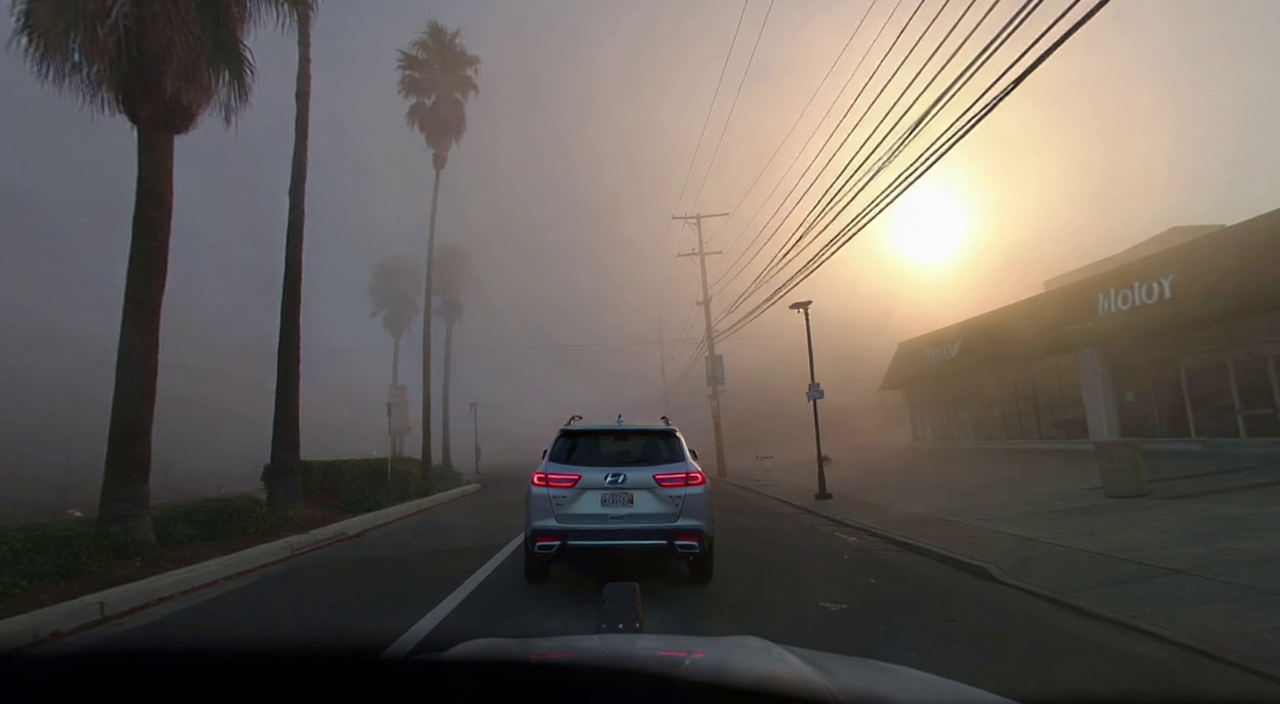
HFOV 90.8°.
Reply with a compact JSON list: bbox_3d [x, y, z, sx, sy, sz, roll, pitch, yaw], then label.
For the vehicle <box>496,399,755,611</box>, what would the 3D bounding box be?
[{"bbox_3d":[-0.201,1.517,7.107,2.105,1.702,3.750,0,-8,-3],"label":"vehicle"}]
